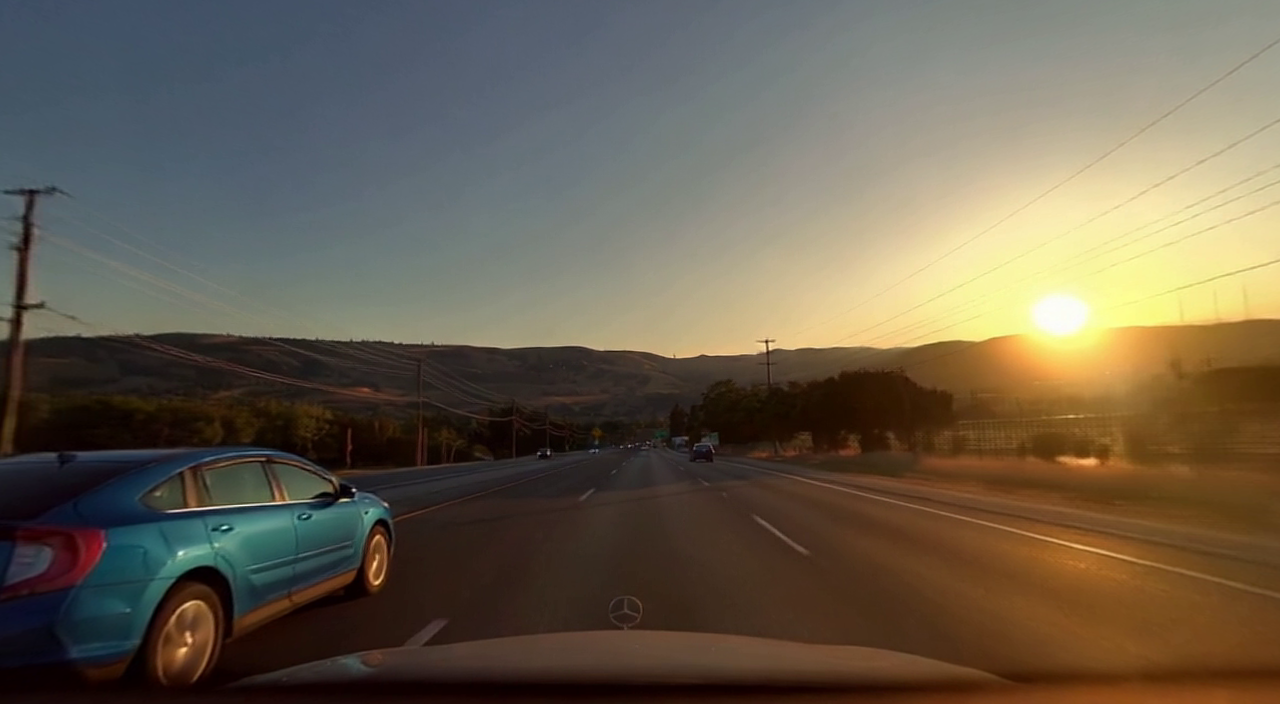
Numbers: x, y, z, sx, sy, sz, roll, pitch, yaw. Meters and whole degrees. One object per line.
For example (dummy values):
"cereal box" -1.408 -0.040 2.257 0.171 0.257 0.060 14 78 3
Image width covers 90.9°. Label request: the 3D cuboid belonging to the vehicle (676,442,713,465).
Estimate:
"vehicle" 3.682 7.003 43.703 2.148 1.538 4.430 0 -8 0
